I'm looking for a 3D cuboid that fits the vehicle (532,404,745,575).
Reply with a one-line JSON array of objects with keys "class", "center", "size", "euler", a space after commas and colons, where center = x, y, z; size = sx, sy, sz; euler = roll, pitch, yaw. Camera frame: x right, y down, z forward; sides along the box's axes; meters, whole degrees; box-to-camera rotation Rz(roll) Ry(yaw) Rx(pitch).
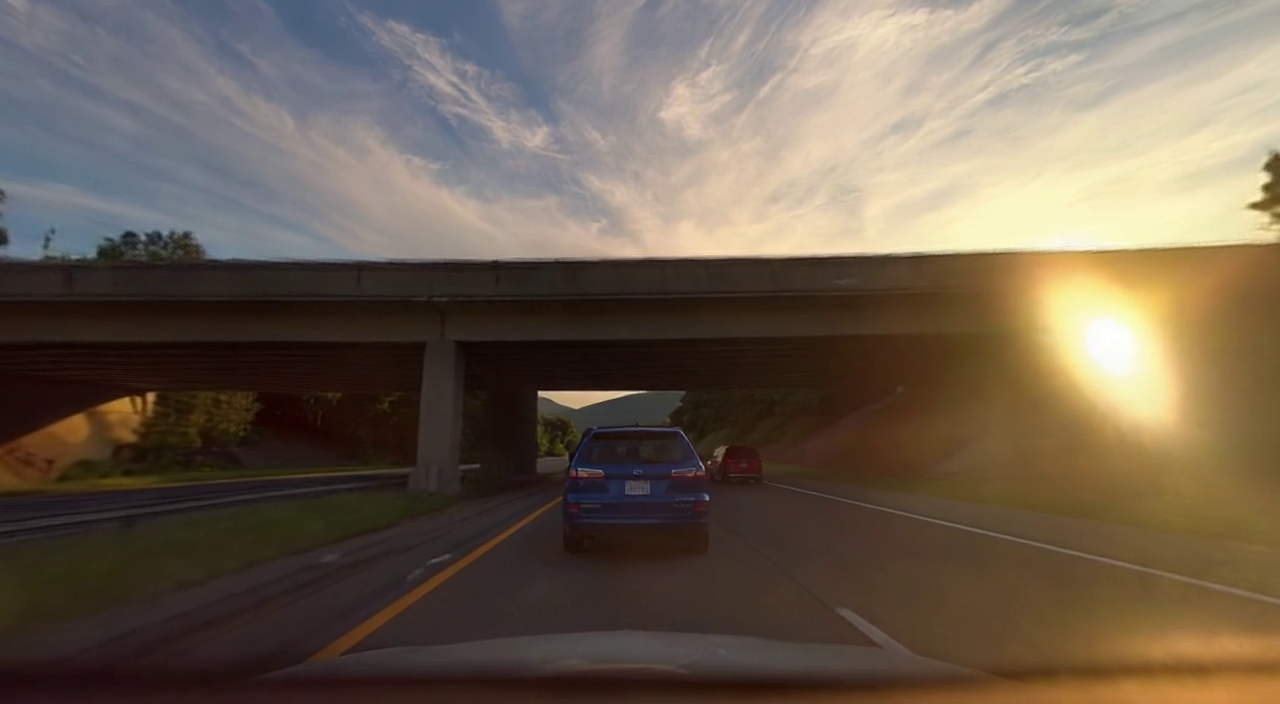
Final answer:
[{"class": "vehicle", "center": [-0.010, 1.806, 8.923], "size": [2.288, 1.823, 4.059], "euler": [0, -9, 0]}]
